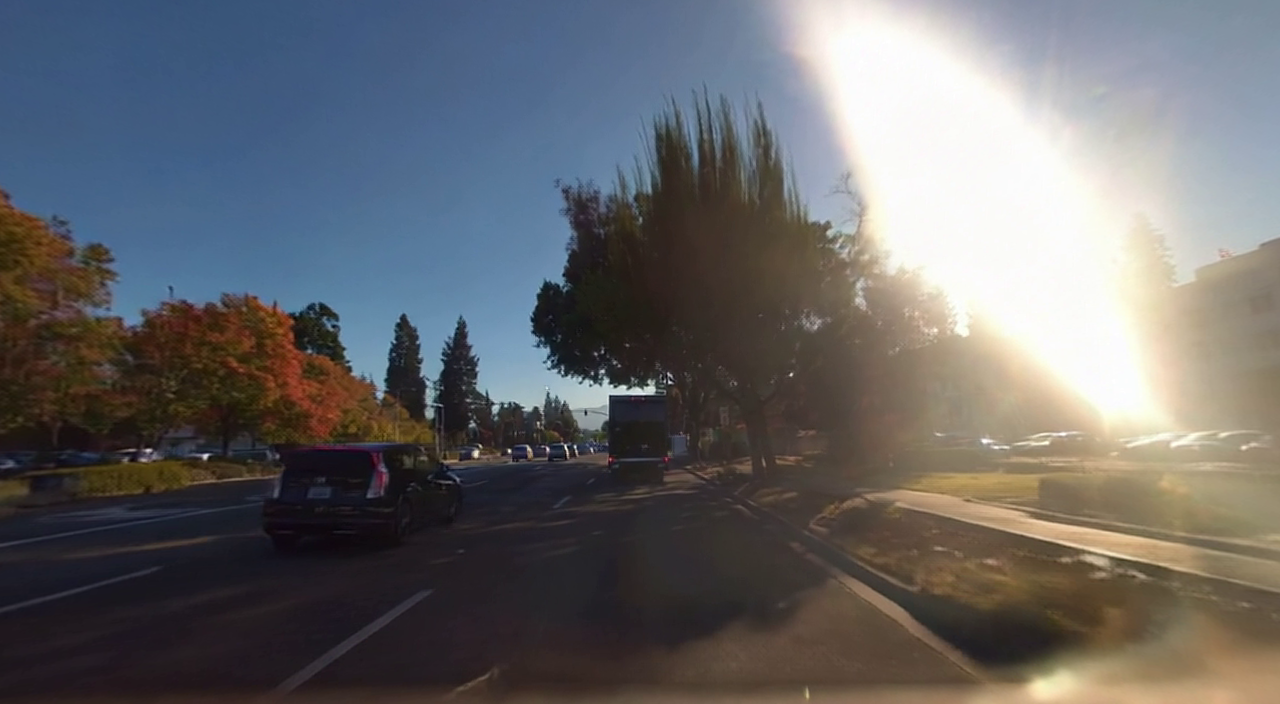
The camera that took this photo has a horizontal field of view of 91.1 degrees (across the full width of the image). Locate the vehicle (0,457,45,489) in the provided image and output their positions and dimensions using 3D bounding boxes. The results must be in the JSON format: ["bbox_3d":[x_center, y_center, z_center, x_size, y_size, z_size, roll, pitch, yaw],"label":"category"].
[{"bbox_3d":[-33.391,6.314,32.947,4.394,1.478,2.084,-6,-10,34],"label":"vehicle"}]

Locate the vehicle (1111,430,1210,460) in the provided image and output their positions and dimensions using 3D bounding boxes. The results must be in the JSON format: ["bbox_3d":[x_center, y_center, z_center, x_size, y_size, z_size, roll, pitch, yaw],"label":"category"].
[{"bbox_3d":[25.773,4.631,31.153,3.503,1.419,1.646,1,-8,-4],"label":"vehicle"}]

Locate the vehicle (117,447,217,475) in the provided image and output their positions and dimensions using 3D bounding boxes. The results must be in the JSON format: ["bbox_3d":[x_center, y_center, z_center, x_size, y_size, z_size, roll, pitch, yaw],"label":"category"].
[{"bbox_3d":[-35.848,8.248,47.696,5.845,1.983,2.215,-1,-8,2],"label":"vehicle"}]

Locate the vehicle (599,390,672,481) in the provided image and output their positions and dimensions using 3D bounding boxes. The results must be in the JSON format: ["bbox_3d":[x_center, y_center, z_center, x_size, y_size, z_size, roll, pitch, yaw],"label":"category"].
[{"bbox_3d":[-0.112,4.001,29.664,2.905,3.644,8.807,0,-9,1],"label":"vehicle"}]

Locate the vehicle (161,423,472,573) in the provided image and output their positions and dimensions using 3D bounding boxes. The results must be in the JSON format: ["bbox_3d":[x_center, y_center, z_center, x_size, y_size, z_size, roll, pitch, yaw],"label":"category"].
[{"bbox_3d":[-4.056,1.893,8.960,2.078,1.597,4.355,0,-9,0],"label":"vehicle"}]

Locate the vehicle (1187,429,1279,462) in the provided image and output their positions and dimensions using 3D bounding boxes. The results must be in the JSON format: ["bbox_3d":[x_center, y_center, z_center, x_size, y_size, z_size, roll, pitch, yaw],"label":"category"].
[{"bbox_3d":[27.341,4.258,28.591,3.341,1.387,1.619,-1,-8,-3],"label":"vehicle"}]
